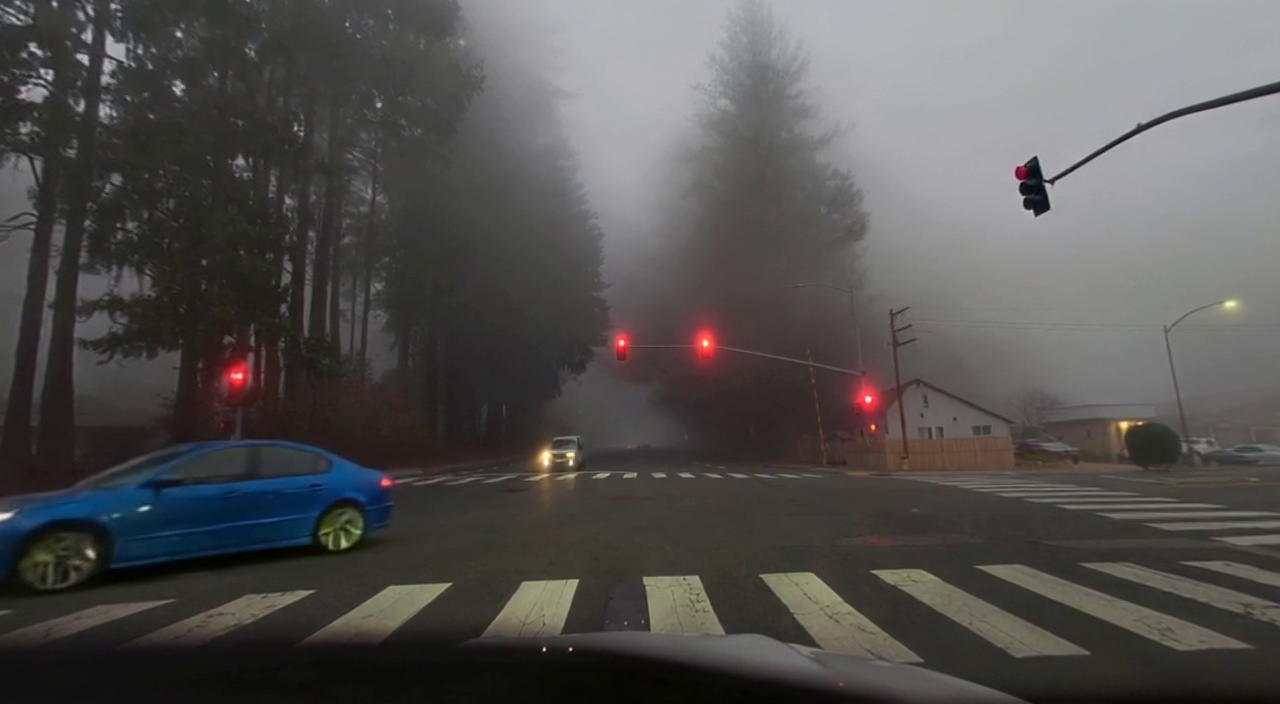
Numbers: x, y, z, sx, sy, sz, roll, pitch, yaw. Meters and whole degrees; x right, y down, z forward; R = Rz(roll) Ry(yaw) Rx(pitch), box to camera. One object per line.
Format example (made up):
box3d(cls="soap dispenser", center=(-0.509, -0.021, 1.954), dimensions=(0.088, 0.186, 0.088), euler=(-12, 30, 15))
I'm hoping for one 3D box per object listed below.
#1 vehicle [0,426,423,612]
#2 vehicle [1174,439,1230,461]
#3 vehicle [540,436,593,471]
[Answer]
box3d(cls="vehicle", center=(-5.040, 1.728, 7.534), dimensions=(1.877, 1.523, 4.377), euler=(-5, -10, 31))
box3d(cls="vehicle", center=(42.835, 7.459, 48.008), dimensions=(4.133, 1.561, 1.824), euler=(5, -10, -29))
box3d(cls="vehicle", center=(-3.661, 5.167, 32.241), dimensions=(2.140, 1.638, 4.259), euler=(0, -8, 0))
